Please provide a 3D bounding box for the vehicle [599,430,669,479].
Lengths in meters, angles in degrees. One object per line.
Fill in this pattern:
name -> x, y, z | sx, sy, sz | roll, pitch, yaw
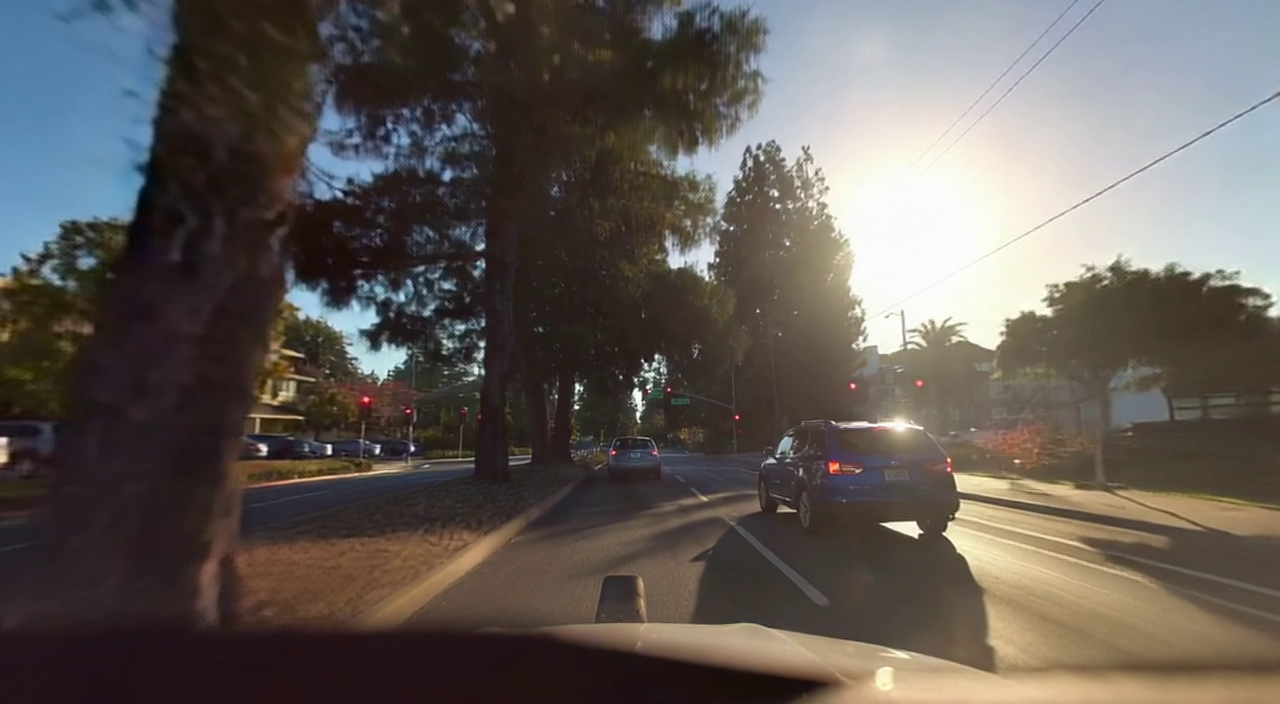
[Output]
vehicle -> -0.209, 3.560, 22.129 | 2.177, 1.512, 4.682 | 0, -8, 0

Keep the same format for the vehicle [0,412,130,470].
vehicle -> -23.425, 3.447, 23.966 | 5.954, 1.965, 2.483 | -2, -9, -1

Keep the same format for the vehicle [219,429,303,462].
vehicle -> -28.574, 7.023, 47.696 | 5.285, 2.200, 2.387 | 3, -9, -33

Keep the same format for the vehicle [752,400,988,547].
vehicle -> 3.180, 1.783, 9.897 | 2.046, 1.768, 4.370 | 0, -8, 0
